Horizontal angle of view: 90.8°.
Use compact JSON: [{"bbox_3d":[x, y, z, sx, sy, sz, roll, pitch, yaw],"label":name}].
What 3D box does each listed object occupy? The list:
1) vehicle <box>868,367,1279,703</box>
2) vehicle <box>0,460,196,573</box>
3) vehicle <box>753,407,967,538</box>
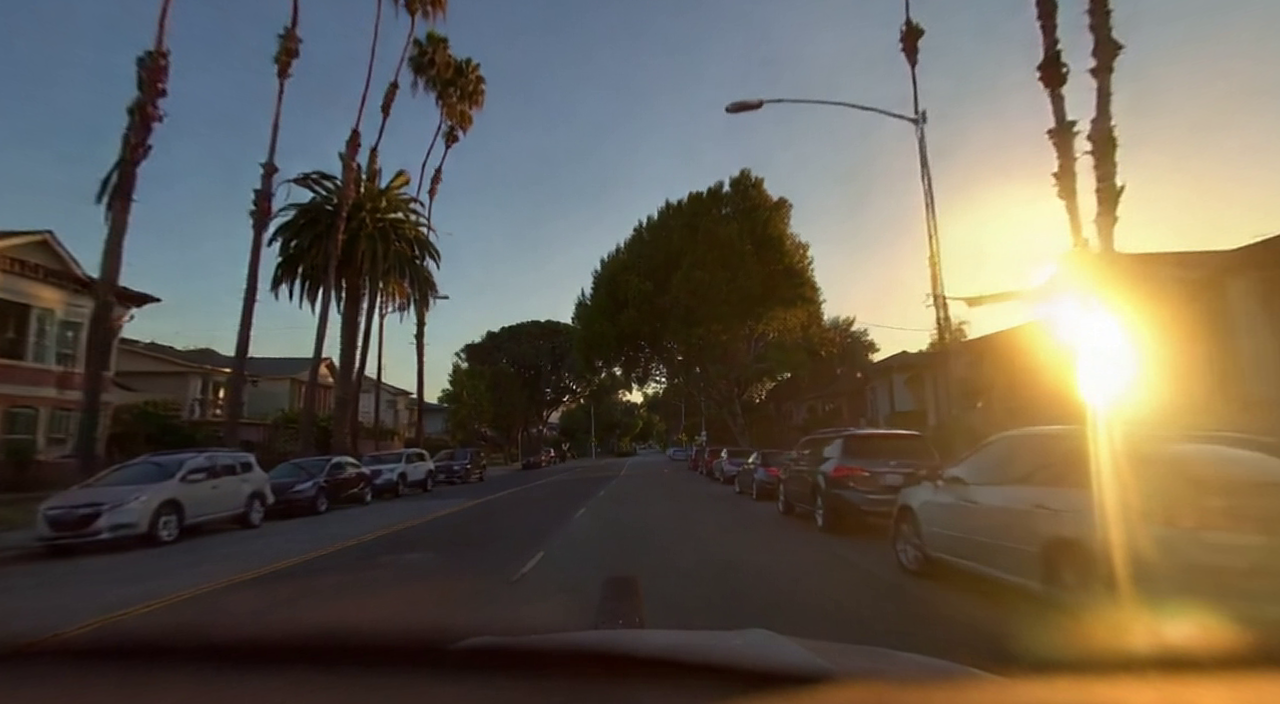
[{"bbox_3d":[3.591,1.206,5.142,1.899,1.669,4.259,0,-8,1],"label":"vehicle"},{"bbox_3d":[-9.238,2.409,9.477,3.807,1.465,1.821,3,-9,-22],"label":"vehicle"},{"bbox_3d":[3.734,2.155,11.923,2.121,1.929,4.763,0,-8,-3],"label":"vehicle"}]
